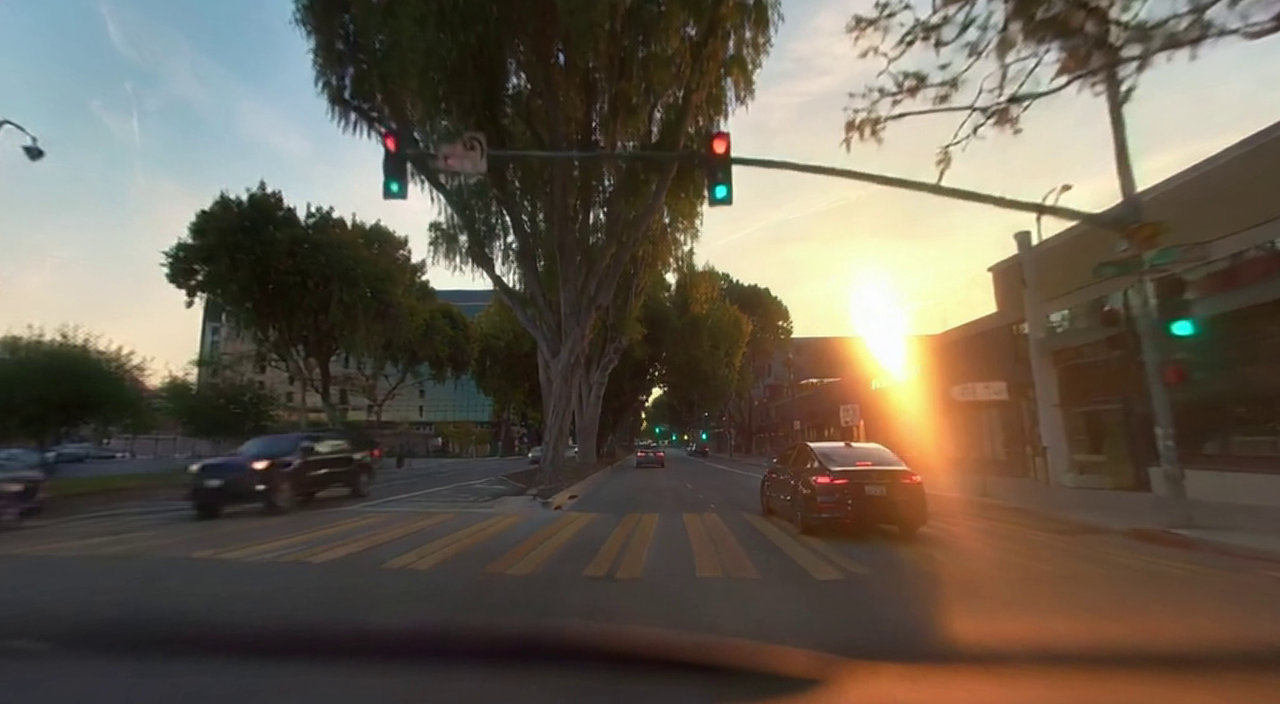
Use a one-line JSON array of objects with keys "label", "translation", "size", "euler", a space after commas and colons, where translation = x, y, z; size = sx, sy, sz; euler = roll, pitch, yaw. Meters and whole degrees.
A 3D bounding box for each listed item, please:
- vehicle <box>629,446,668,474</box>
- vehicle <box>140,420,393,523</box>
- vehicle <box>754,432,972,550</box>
[{"label": "vehicle", "translation": [0.458, 5.627, 33.147], "size": [1.945, 1.343, 3.827], "euler": [0, -8, 1]}, {"label": "vehicle", "translation": [-8.257, 2.697, 14.939], "size": [2.329, 1.921, 5.842], "euler": [0, -8, 1]}, {"label": "vehicle", "translation": [3.253, 2.095, 10.216], "size": [1.989, 1.498, 4.050], "euler": [0, -8, -1]}]
